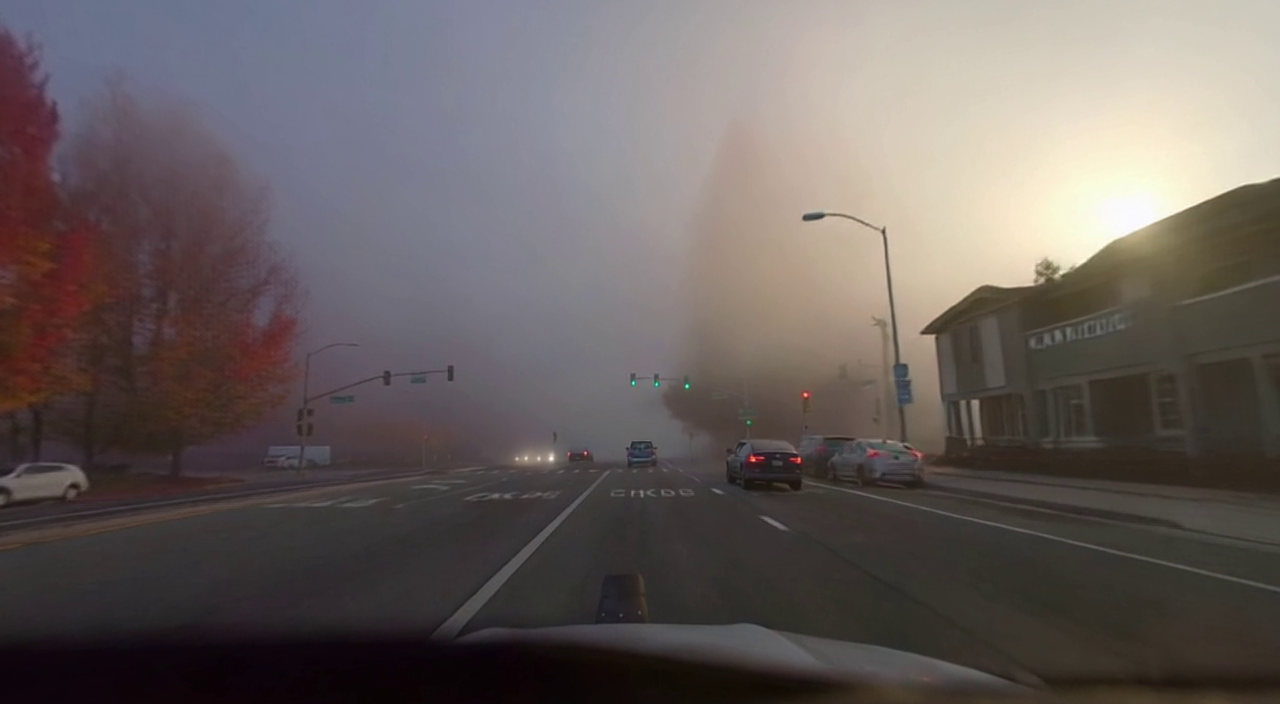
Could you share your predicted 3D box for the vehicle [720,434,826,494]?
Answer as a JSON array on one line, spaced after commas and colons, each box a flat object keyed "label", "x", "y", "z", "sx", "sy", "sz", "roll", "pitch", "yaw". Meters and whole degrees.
[{"label": "vehicle", "x": 3.759, "y": 3.278, "z": 18.720, "sx": 2.178, "sy": 1.546, "sz": 4.311, "roll": 0, "pitch": -9, "yaw": 0}]

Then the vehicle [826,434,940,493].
[{"label": "vehicle", "x": 7.261, "y": 3.361, "z": 19.304, "sx": 1.876, "sy": 1.598, "sz": 4.171, "roll": 0, "pitch": -9, "yaw": 1}]

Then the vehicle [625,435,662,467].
[{"label": "vehicle", "x": 0.197, "y": 6.267, "z": 39.961, "sx": 2.239, "sy": 1.856, "sz": 4.815, "roll": 0, "pitch": -9, "yaw": 0}]

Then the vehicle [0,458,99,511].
[{"label": "vehicle", "x": -22.406, "y": 4.701, "z": 22.617, "sx": 1.915, "sy": 1.686, "sz": 4.422, "roll": 0, "pitch": -9, "yaw": 2}]
